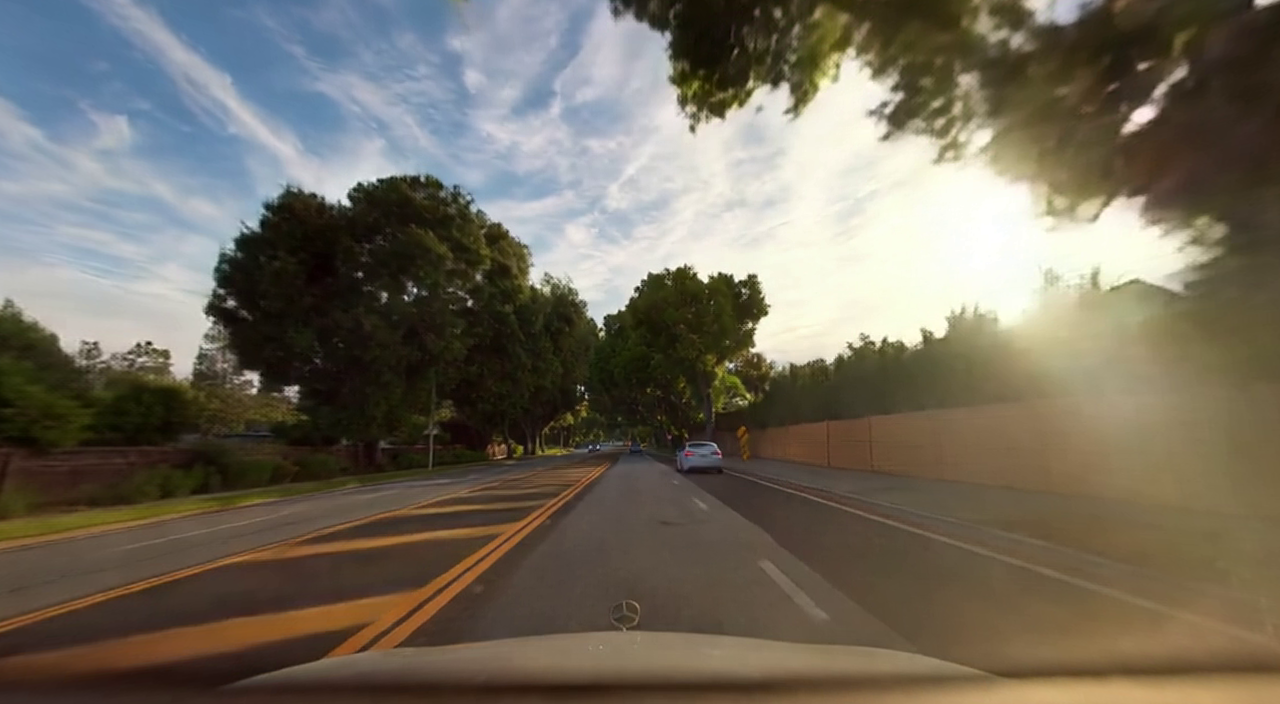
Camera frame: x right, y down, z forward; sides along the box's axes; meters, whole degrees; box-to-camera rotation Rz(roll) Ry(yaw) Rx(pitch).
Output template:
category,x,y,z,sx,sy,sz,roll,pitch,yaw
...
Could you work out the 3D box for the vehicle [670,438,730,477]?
category,x,y,z,sx,sy,sz,roll,pitch,yaw
vehicle,2.415,4.365,26.499,1.991,1.476,4.153,0,-8,-2
